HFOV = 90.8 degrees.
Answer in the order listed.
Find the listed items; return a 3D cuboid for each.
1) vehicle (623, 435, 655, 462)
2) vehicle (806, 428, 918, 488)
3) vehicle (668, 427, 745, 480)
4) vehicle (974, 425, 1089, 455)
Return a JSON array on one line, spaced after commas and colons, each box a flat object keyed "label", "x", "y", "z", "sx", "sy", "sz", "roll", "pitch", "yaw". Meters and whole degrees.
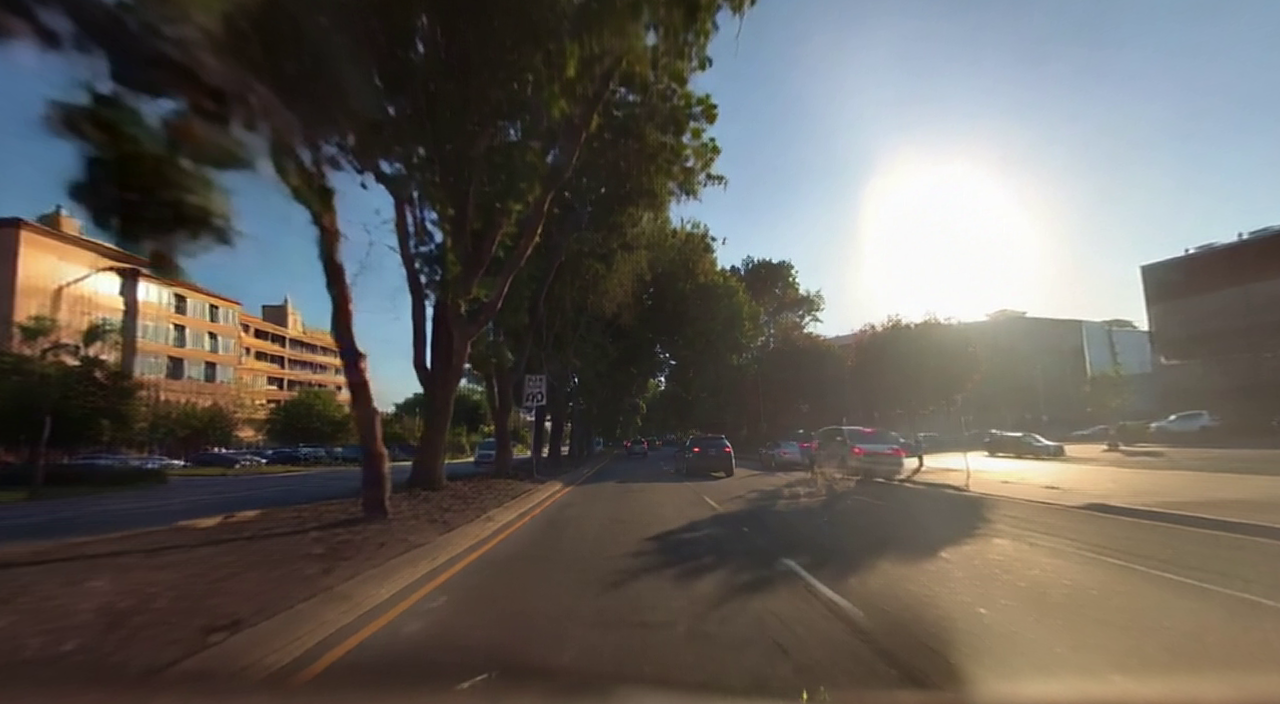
[{"label": "vehicle", "x": -0.060, "y": 6.577, "z": 43.079, "sx": 2.132, "sy": 1.693, "sz": 3.819, "roll": 0, "pitch": -8, "yaw": 0}, {"label": "vehicle", "x": 6.992, "y": 3.381, "z": 20.420, "sx": 2.025, "sy": 1.719, "sz": 4.161, "roll": 0, "pitch": -8, "yaw": -1}, {"label": "vehicle", "x": 2.377, "y": 3.795, "z": 23.907, "sx": 2.227, "sy": 1.794, "sz": 4.457, "roll": 0, "pitch": -8, "yaw": -3}, {"label": "vehicle", "x": 20.625, "y": 4.665, "z": 33.473, "sx": 4.608, "sy": 1.533, "sz": 2.193, "roll": 0, "pitch": -8, "yaw": 0}]
